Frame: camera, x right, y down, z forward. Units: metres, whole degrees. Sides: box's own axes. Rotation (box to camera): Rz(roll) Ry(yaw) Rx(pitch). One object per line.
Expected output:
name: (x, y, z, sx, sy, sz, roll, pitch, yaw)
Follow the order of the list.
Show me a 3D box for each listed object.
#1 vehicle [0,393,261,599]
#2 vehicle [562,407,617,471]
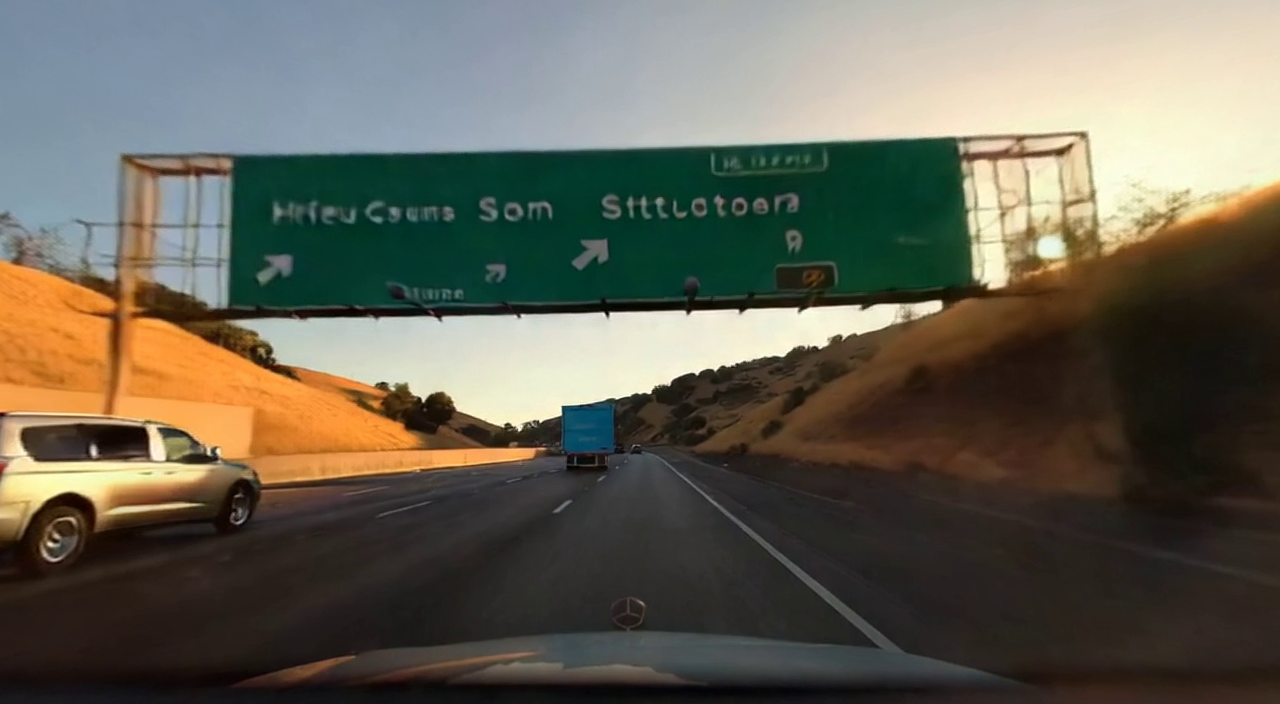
vehicle: (-6.914, 1.491, 6.949, 2.175, 1.860, 5.236, 0, -8, 0)
vehicle: (-3.496, 6.656, 47.902, 2.893, 4.073, 15.281, 0, -8, 0)
